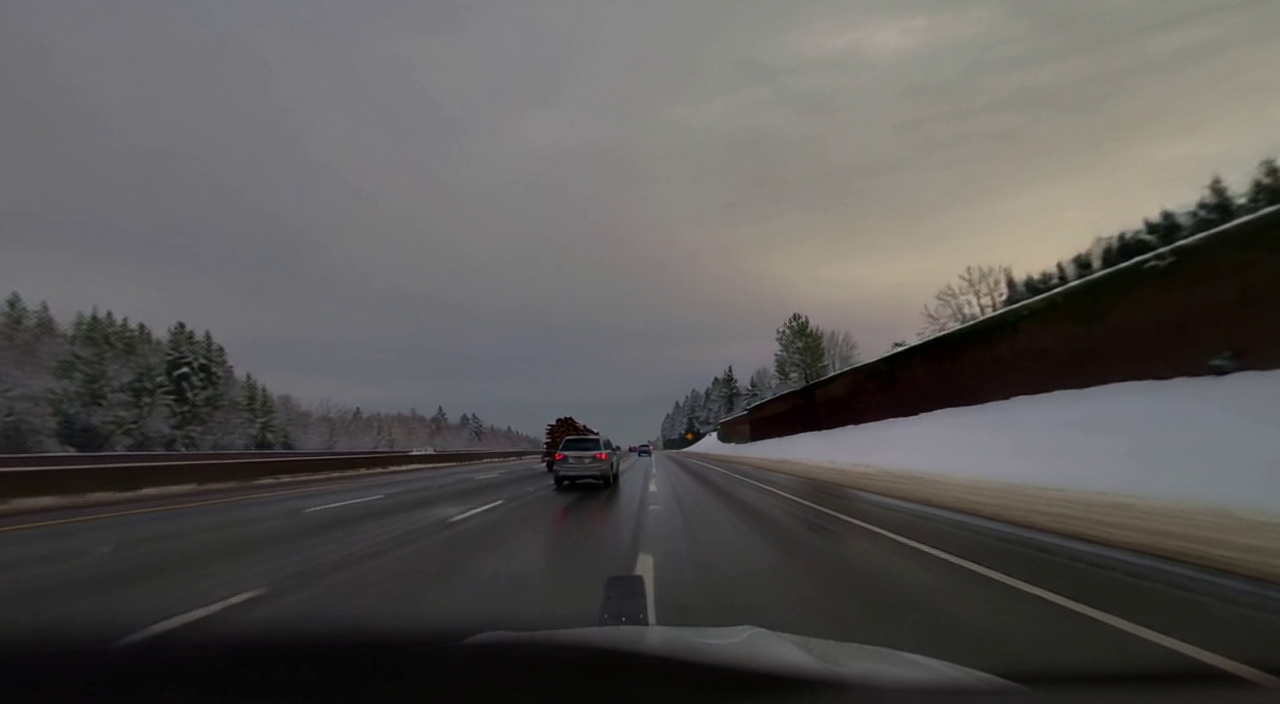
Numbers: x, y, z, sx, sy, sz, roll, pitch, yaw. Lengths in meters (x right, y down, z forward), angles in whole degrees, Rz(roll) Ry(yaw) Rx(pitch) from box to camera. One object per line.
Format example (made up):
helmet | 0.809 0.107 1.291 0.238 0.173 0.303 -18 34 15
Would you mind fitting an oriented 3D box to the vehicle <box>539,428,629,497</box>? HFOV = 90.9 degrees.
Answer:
vehicle | -1.516 3.233 18.835 2.114 1.787 4.365 -1 -8 2
